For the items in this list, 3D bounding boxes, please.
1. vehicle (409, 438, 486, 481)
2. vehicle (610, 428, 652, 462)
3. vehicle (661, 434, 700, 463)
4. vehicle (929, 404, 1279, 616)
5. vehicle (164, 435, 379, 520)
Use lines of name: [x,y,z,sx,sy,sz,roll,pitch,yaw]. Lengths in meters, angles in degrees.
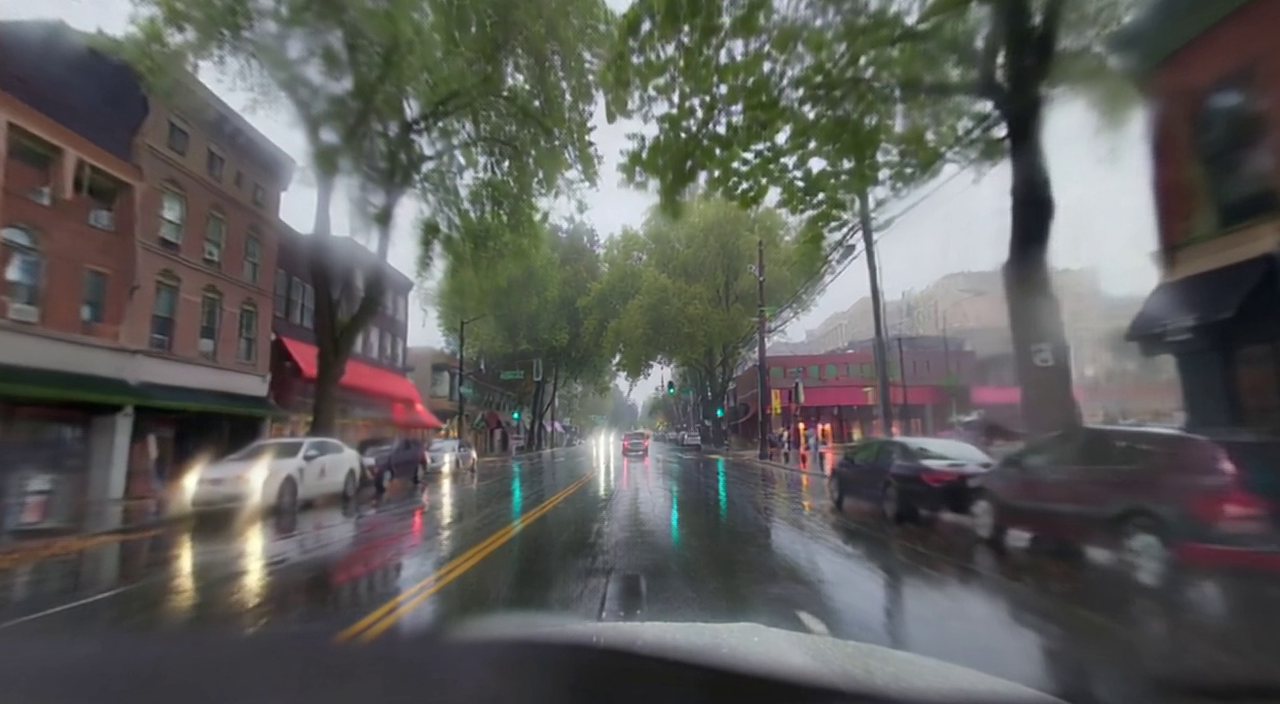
vehicle: [-9.738,5.478,32.600,2.048,1.985,6.011,0,-8,0]
vehicle: [-0.522,5.524,37.414,2.301,1.854,4.919,0,-8,0]
vehicle: [2.343,5.682,37.329,1.998,1.580,4.015,0,-8,-1]
vehicle: [5.851,1.646,7.815,2.070,1.761,4.848,0,-8,-2]
vehicle: [-9.442,3.254,17.021,2.305,1.883,5.580,0,-9,1]
